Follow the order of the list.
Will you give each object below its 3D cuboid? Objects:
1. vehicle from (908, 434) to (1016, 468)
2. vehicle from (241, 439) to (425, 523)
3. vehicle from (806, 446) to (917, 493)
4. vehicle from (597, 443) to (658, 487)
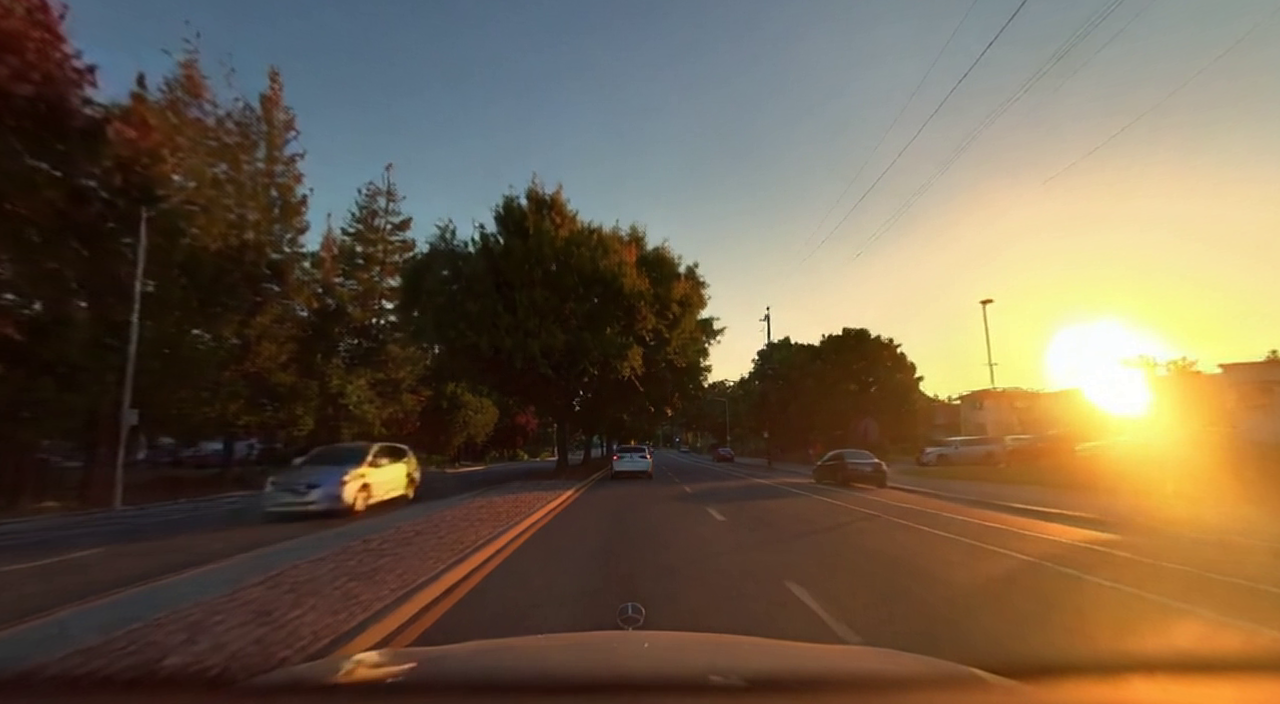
[{"bbox_3d":[17.711,5.429,34.675,5.100,1.770,2.269,3,-9,-18],"label":"vehicle"},{"bbox_3d":[-6.865,2.898,14.758,2.083,1.646,4.293,0,-9,0],"label":"vehicle"},{"bbox_3d":[7.637,4.078,22.324,2.131,1.474,4.752,1,-9,-1],"label":"vehicle"},{"bbox_3d":[-0.434,4.160,23.626,2.099,1.470,4.302,0,-9,0],"label":"vehicle"}]
